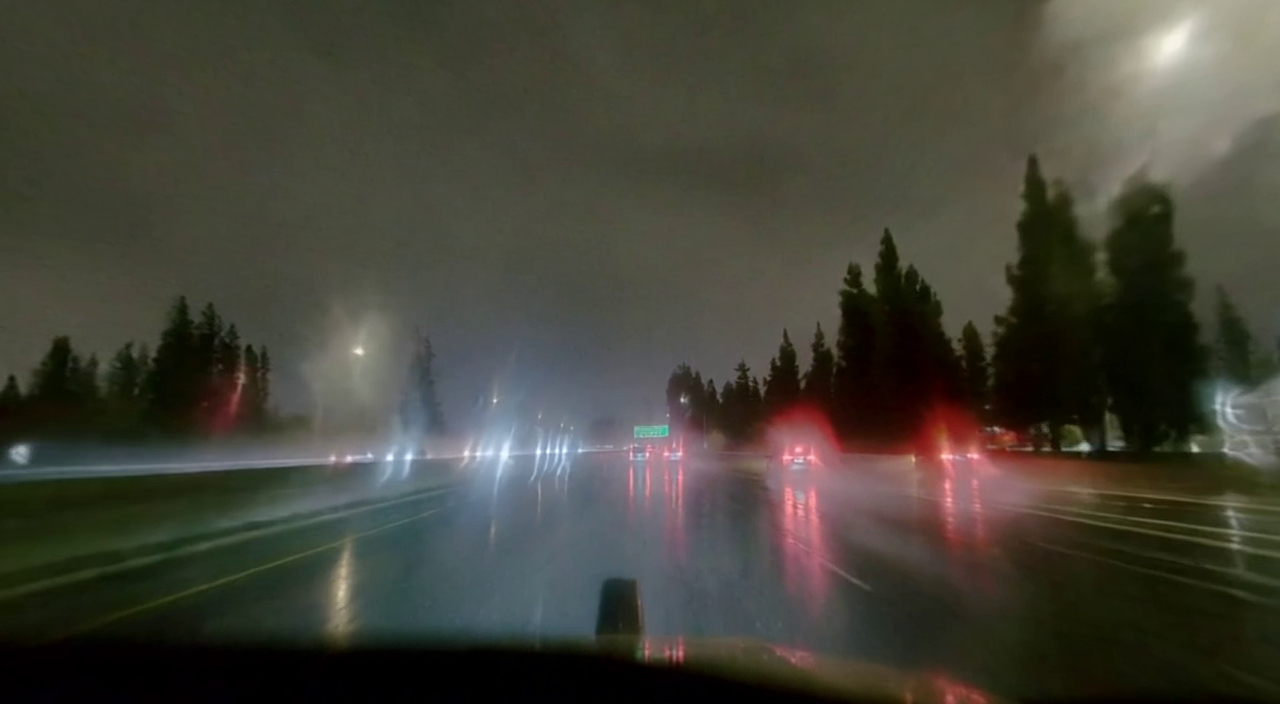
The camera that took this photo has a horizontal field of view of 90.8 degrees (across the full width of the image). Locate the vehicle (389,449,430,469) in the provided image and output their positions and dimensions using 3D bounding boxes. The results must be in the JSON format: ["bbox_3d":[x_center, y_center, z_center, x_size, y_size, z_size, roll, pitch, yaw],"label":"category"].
[{"bbox_3d":[-17.748,8.240,48.750,1.719,1.443,3.463,0,-8,2],"label":"vehicle"}]

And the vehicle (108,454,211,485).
[{"bbox_3d":[-24.464,5.965,32.406,1.821,1.405,4.438,0,-9,0],"label":"vehicle"}]

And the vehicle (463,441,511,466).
[{"bbox_3d":[-9.932,6.608,41.467,1.915,1.524,4.623,0,-8,1],"label":"vehicle"}]
